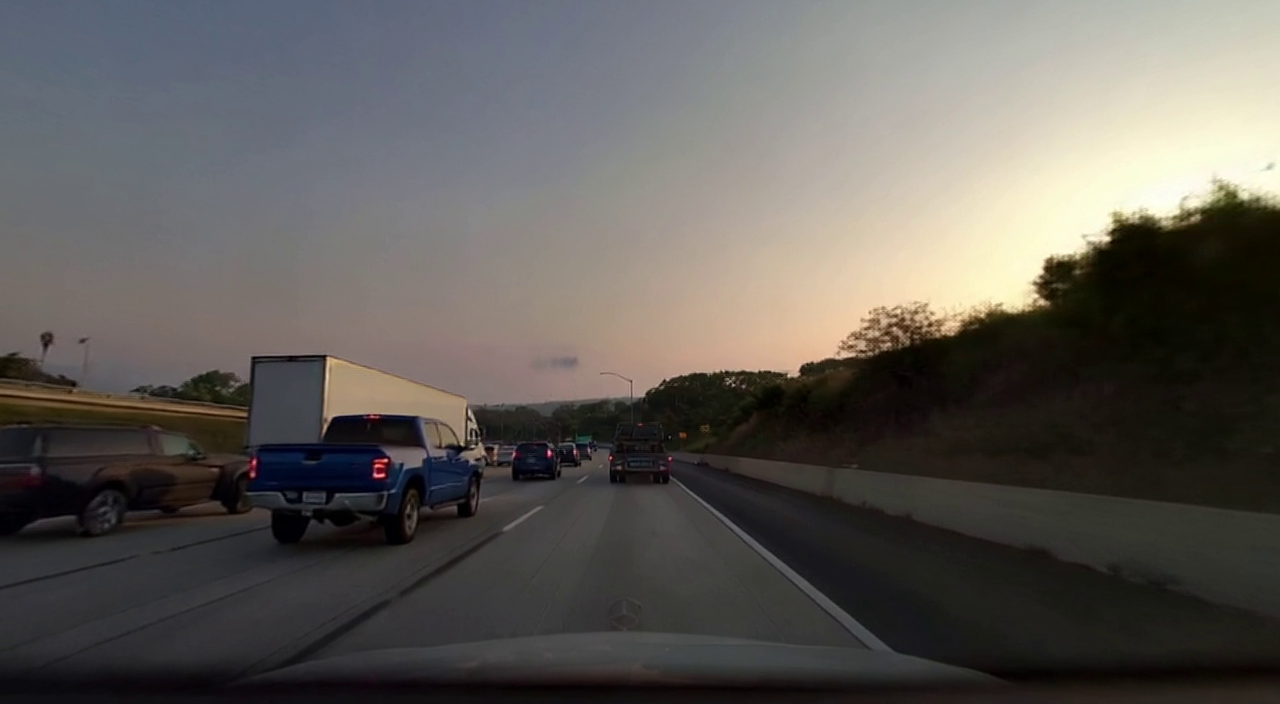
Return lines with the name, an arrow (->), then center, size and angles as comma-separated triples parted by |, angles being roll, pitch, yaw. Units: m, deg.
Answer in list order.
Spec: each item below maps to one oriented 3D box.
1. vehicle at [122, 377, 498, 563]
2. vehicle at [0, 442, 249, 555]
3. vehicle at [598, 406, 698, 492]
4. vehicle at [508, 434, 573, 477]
vehicle -> -4.148, 1.683, 9.626 | 2.575, 1.958, 5.730 | 0, -9, 1
vehicle -> -8.568, 2.177, 10.138 | 1.893, 1.409, 4.154 | 0, -9, 1
vehicle -> 0.129, 3.398, 22.283 | 2.886, 2.471, 7.692 | 0, -9, -1
vehicle -> -4.664, 4.961, 30.486 | 2.329, 1.859, 4.823 | 0, -9, 0
